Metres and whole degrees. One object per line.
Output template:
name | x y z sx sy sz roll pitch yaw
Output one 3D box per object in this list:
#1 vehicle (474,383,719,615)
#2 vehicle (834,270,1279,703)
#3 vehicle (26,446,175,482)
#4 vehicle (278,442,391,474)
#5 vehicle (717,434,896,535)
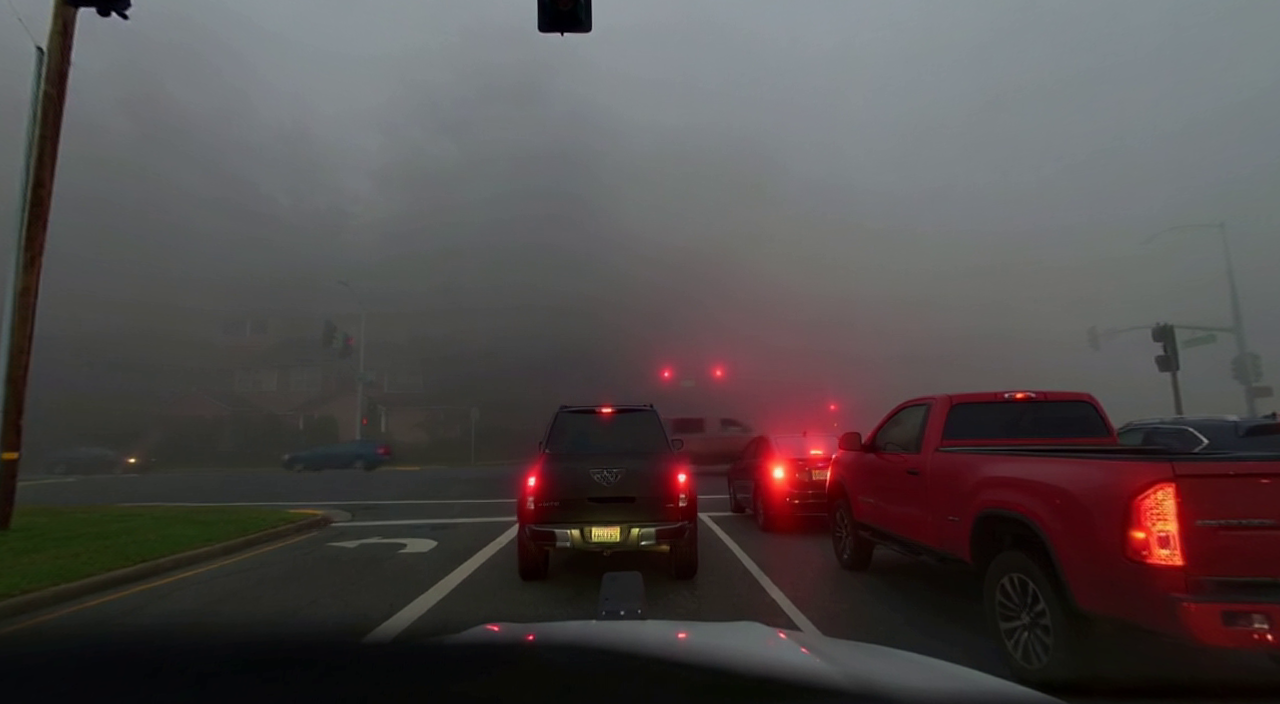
vehicle | -0.240 1.386 6.689 1.915 1.780 3.379 -1 -8 4
vehicle | 2.976 0.943 3.889 1.886 1.849 5.070 0 -8 -1
vehicle | -22.967 4.773 27.062 4.533 1.350 1.714 0 -7 -8
vehicle | -15.224 5.289 31.731 4.718 1.530 1.747 1 -8 -10
vehicle | 2.713 2.267 11.530 1.952 1.465 4.421 0 -8 -2
